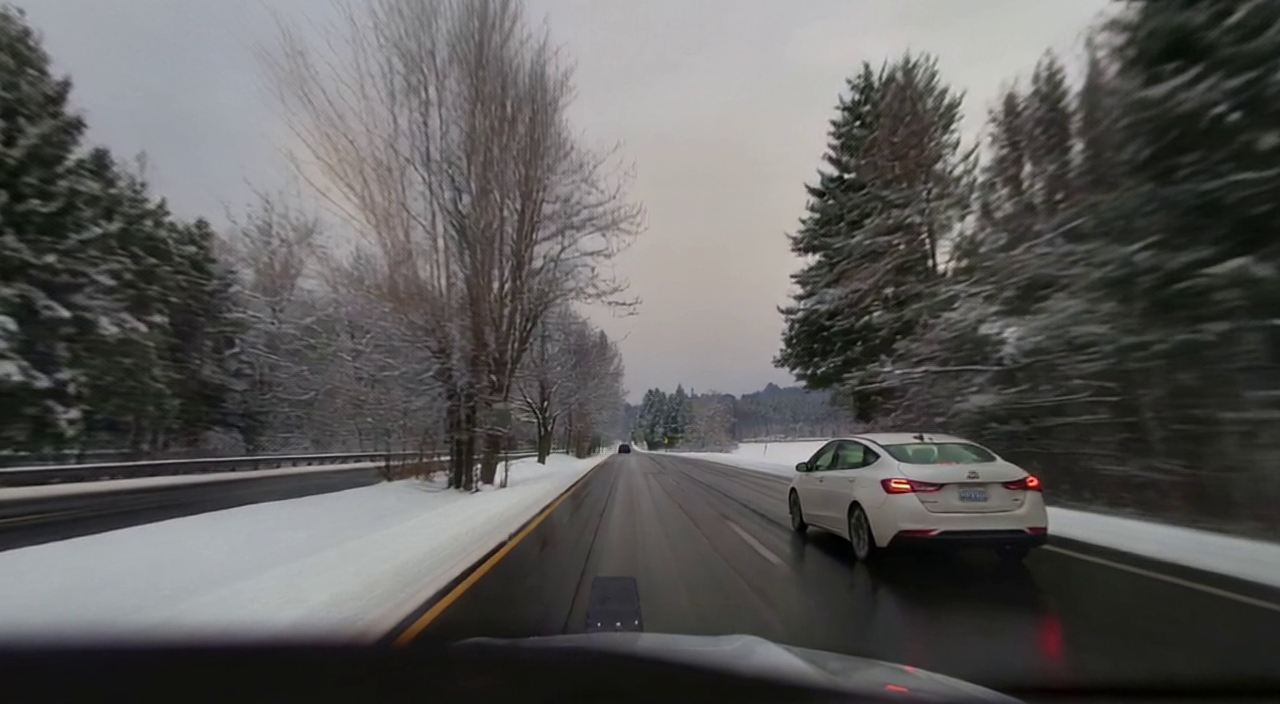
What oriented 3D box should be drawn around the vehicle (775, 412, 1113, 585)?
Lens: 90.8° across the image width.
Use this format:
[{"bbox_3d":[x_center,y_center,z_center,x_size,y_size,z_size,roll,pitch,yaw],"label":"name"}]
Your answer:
[{"bbox_3d":[3.340,1.710,8.266,2.060,1.584,4.592,0,-8,-1],"label":"vehicle"}]
